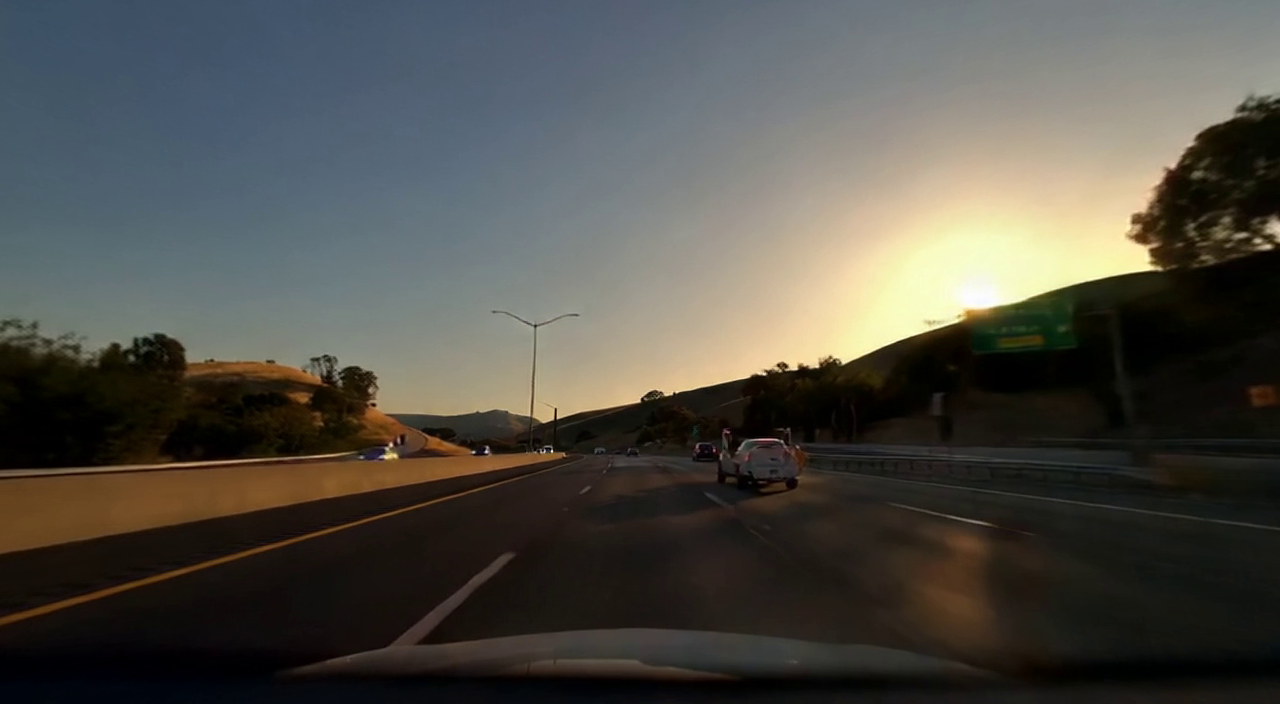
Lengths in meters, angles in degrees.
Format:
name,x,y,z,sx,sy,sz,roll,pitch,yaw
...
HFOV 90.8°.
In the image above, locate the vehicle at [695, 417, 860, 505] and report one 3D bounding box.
name,x,y,z,sx,sy,sz,roll,pitch,yaw
vehicle,3.580,3.142,18.795,2.981,2.053,7.897,0,-9,-1
